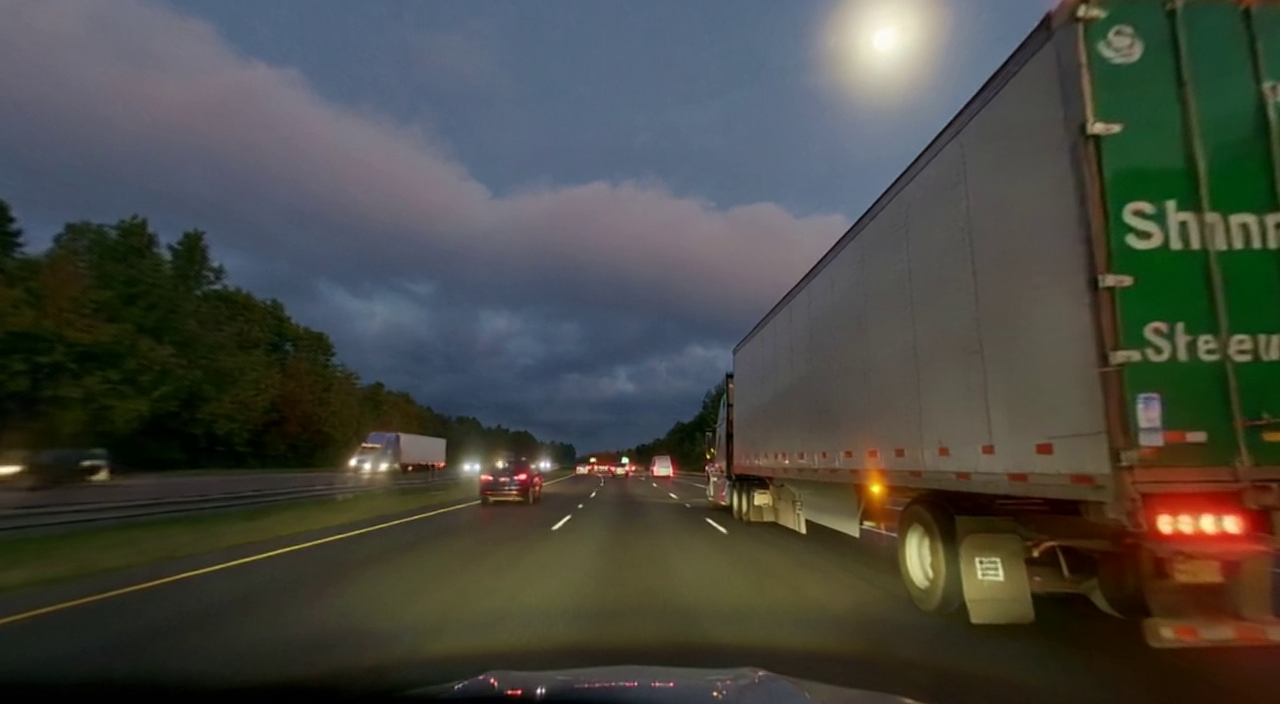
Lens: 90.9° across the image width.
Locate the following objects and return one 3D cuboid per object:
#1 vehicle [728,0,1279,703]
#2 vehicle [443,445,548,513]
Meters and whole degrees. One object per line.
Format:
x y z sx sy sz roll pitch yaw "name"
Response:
4.098 1.072 10.337 2.992 4.300 13.967 1 -10 -1 "vehicle"
-4.208 3.825 19.214 2.070 1.775 4.646 1 -10 0 "vehicle"
